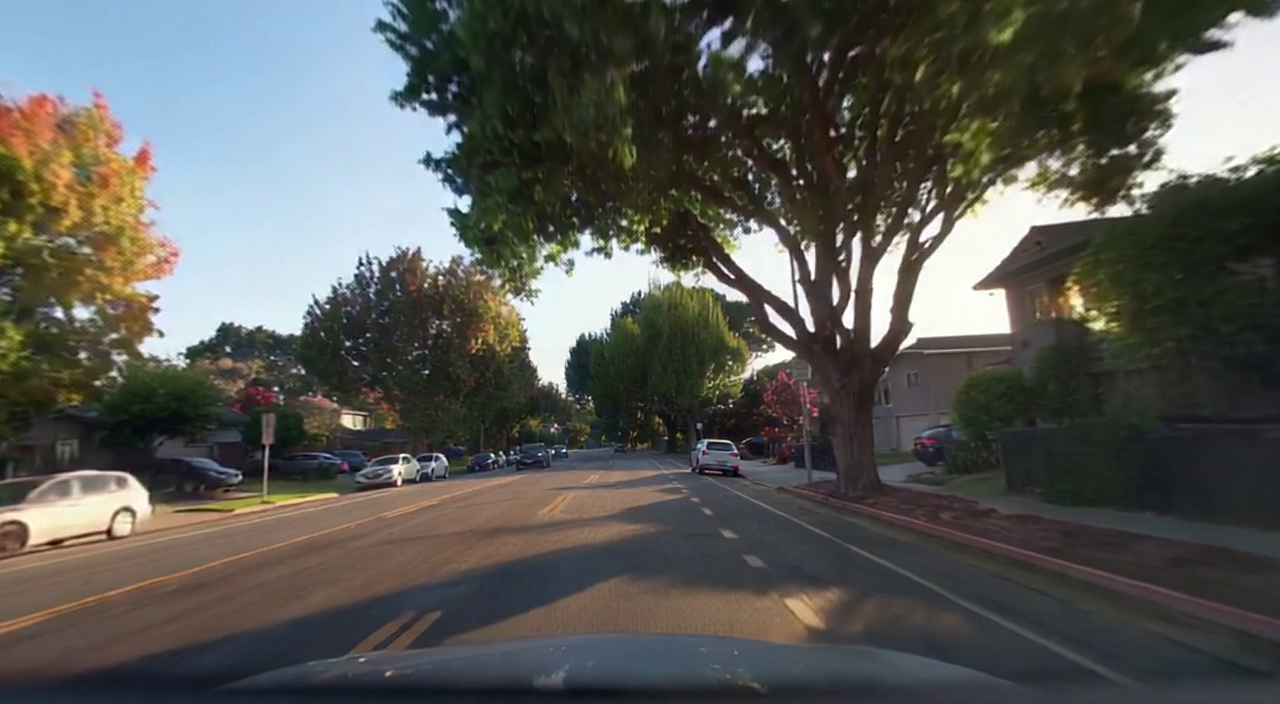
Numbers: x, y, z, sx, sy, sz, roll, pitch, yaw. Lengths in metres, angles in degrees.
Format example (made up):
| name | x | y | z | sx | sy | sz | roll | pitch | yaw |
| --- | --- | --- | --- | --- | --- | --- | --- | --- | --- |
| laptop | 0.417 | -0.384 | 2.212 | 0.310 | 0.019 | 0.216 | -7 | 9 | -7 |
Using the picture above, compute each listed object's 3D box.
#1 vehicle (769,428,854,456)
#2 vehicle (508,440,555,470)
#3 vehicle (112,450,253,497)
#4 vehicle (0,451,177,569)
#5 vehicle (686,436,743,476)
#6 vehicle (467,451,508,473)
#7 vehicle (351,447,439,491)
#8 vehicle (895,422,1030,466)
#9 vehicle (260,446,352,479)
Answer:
| name | x | y | z | sx | sy | sz | roll | pitch | yaw |
| --- | --- | --- | --- | --- | --- | --- | --- | --- | --- |
| vehicle | 12.529 | 6.654 | 46.553 | 5.437 | 1.931 | 2.837 | 0 | -9 | 1 |
| vehicle | -7.061 | 6.778 | 41.730 | 2.294 | 1.831 | 5.199 | 0 | -9 | -2 |
| vehicle | -18.860 | 4.976 | 26.215 | 4.179 | 1.700 | 2.105 | 1 | -9 | 3 |
| vehicle | -11.062 | 2.708 | 11.354 | 1.981 | 1.790 | 4.682 | 0 | -8 | -1 |
| vehicle | 3.642 | 5.203 | 31.891 | 2.176 | 1.793 | 5.534 | 0 | -9 | 0 |
| vehicle | -11.229 | 8.093 | 46.797 | 1.922 | 1.496 | 4.598 | 0 | -8 | -1 |
| vehicle | -11.125 | 5.298 | 29.098 | 2.293 | 1.836 | 4.586 | 0 | -8 | -1 |
| vehicle | 12.980 | 3.736 | 25.627 | 4.360 | 1.692 | 2.011 | 1 | -9 | -2 |
| vehicle | -20.279 | 6.710 | 38.519 | 4.398 | 1.902 | 2.043 | 0 | -9 | 1 |
